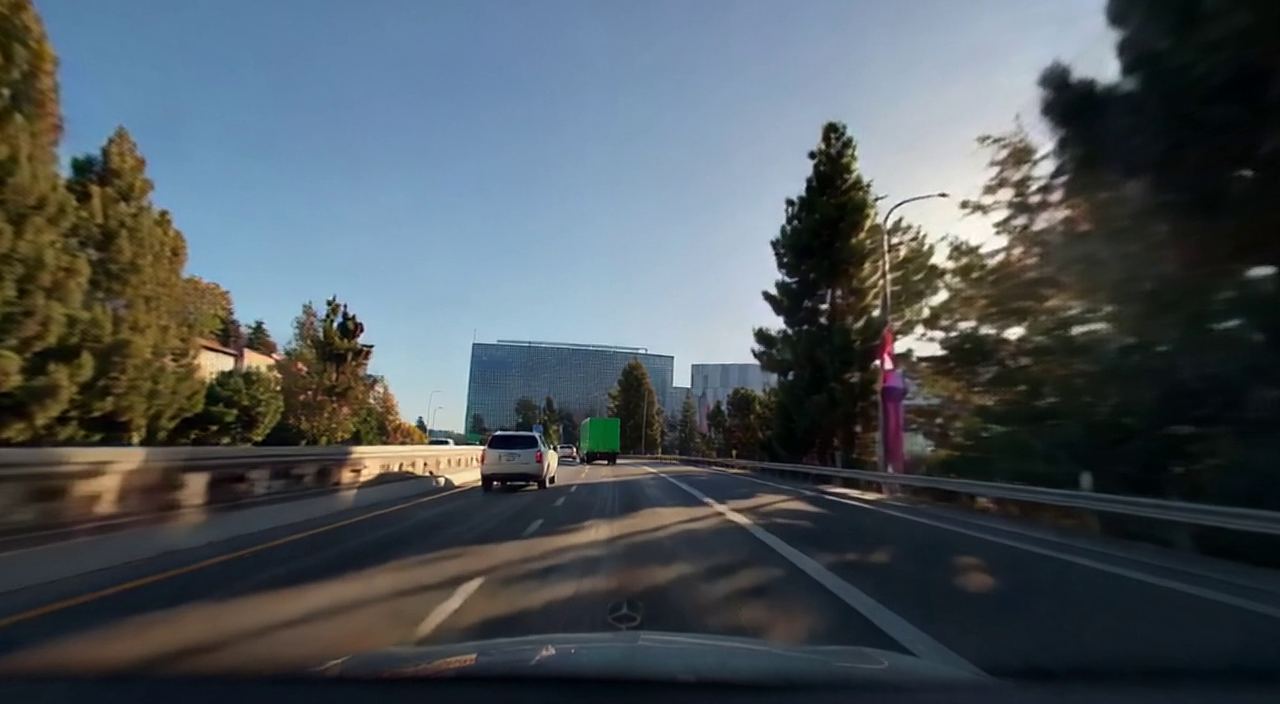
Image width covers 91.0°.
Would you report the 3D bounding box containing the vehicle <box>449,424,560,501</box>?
[{"bbox_3d":[-3.409,2.877,16.746,2.041,1.734,4.391,1,-9,-1],"label":"vehicle"}]
